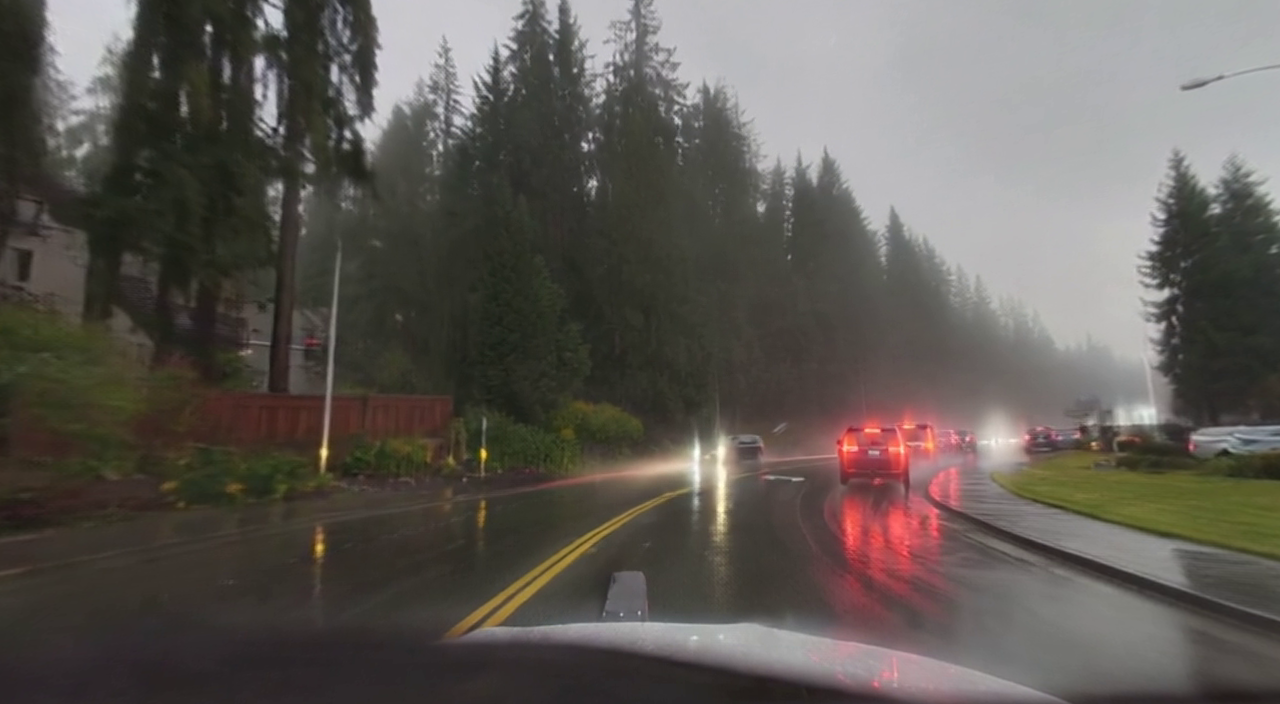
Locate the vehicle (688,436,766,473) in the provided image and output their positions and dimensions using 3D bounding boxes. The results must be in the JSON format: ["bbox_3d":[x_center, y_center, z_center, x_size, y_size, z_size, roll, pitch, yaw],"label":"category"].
[{"bbox_3d":[3.837,4.357,27.194,1.933,1.428,4.449,-4,-9,27],"label":"vehicle"}]

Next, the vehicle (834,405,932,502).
[{"bbox_3d":[6.177,2.565,16.413,1.913,2.241,3.024,-3,-7,14],"label":"vehicle"}]

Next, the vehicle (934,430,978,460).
[{"bbox_3d":[20.199,5.888,40.266,2.030,1.774,3.884,-5,-9,31],"label":"vehicle"}]

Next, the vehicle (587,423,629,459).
[{"bbox_3d":[-2.338,6.565,46.699,2.665,2.465,1.532,2,-5,11],"label":"vehicle"}]
